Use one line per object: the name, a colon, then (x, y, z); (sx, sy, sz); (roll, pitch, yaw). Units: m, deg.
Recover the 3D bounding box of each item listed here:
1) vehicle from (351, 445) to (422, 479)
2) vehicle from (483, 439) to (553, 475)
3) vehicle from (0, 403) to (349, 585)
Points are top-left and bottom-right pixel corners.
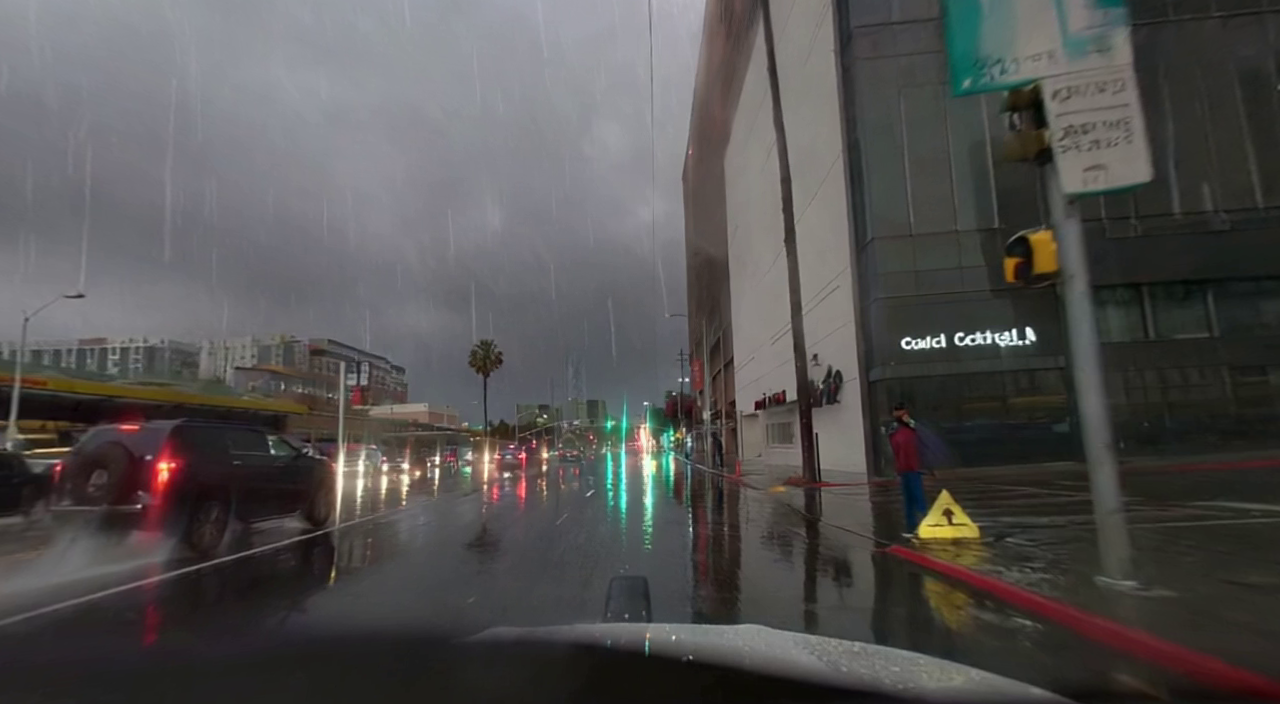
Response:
vehicle: (-13.470, 5.848, 33.762); (1.902, 1.657, 4.223); (-1, -8, 2)
vehicle: (-5.443, 4.749, 28.739); (2.030, 1.488, 4.650); (-1, -8, 3)
vehicle: (-6.072, 1.693, 8.380); (2.007, 1.698, 4.759); (0, -8, 1)
